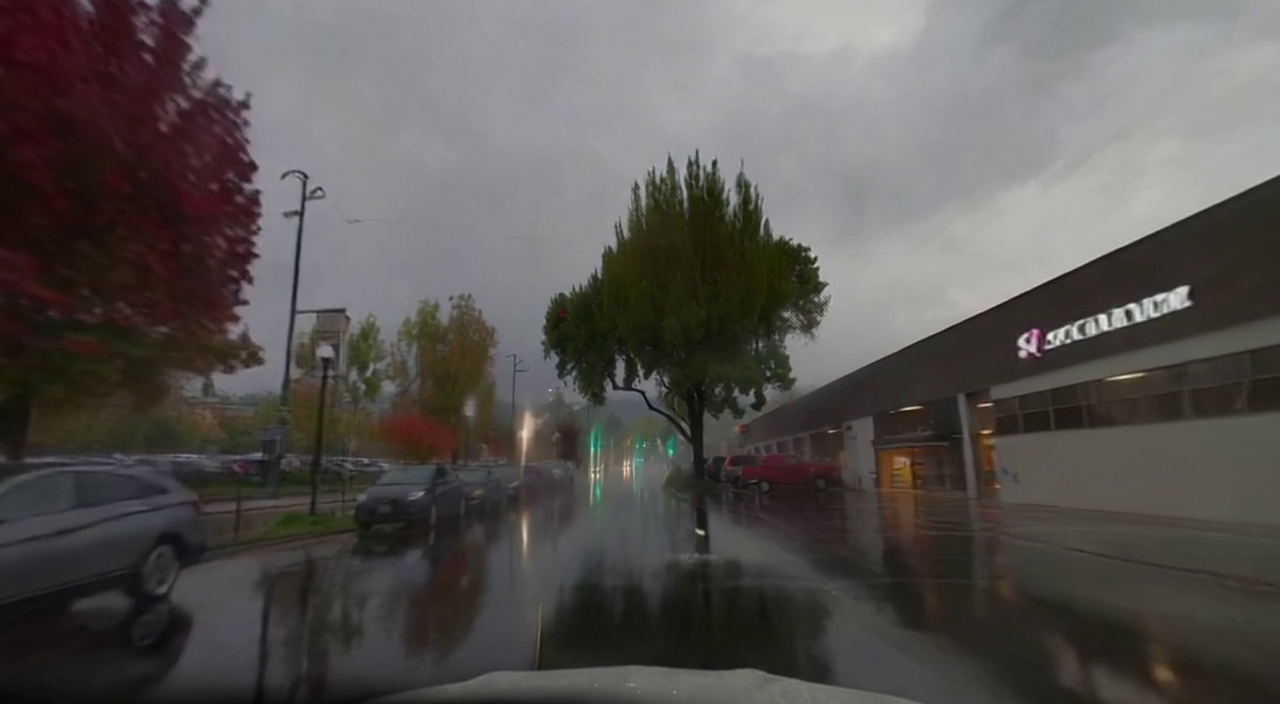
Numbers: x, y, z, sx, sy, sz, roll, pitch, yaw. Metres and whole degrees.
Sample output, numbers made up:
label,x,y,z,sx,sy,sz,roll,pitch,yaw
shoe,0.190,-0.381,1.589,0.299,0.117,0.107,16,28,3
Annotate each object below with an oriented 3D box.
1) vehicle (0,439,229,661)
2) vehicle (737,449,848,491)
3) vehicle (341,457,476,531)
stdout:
label,x,y,z,sx,sy,sz,roll,pitch,yaw
vehicle,-5.826,1.618,5.366,1.777,1.687,4.116,0,-11,0
vehicle,6.385,5.030,26.793,4.193,1.665,1.924,1,-11,-2
vehicle,-5.792,3.628,16.455,1.832,1.623,4.424,1,-11,0
